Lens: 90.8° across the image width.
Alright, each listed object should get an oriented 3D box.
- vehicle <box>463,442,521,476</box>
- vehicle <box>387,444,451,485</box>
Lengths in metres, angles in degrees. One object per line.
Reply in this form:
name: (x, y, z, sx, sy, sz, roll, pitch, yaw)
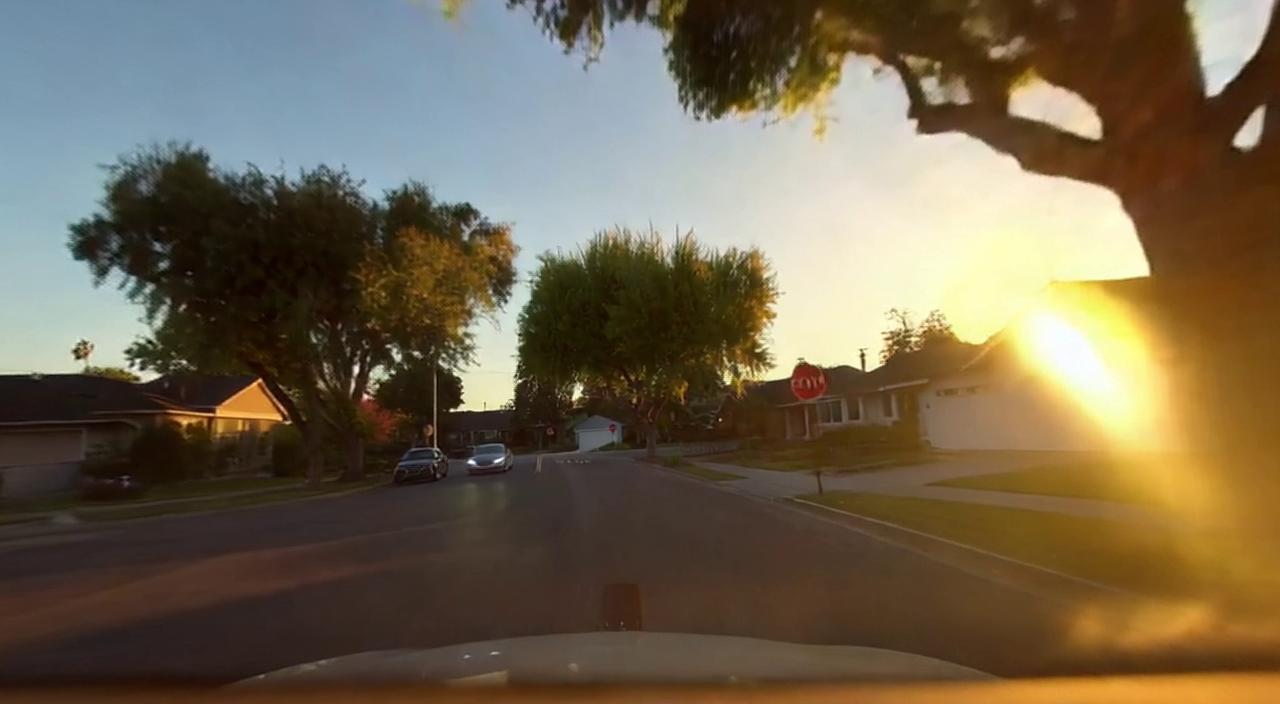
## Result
vehicle: (-7.131, 5.179, 30.877, 2.146, 1.506, 4.885, 1, -9, -6)
vehicle: (-9.801, 4.962, 28.350, 1.994, 1.656, 4.334, 1, -9, -10)
